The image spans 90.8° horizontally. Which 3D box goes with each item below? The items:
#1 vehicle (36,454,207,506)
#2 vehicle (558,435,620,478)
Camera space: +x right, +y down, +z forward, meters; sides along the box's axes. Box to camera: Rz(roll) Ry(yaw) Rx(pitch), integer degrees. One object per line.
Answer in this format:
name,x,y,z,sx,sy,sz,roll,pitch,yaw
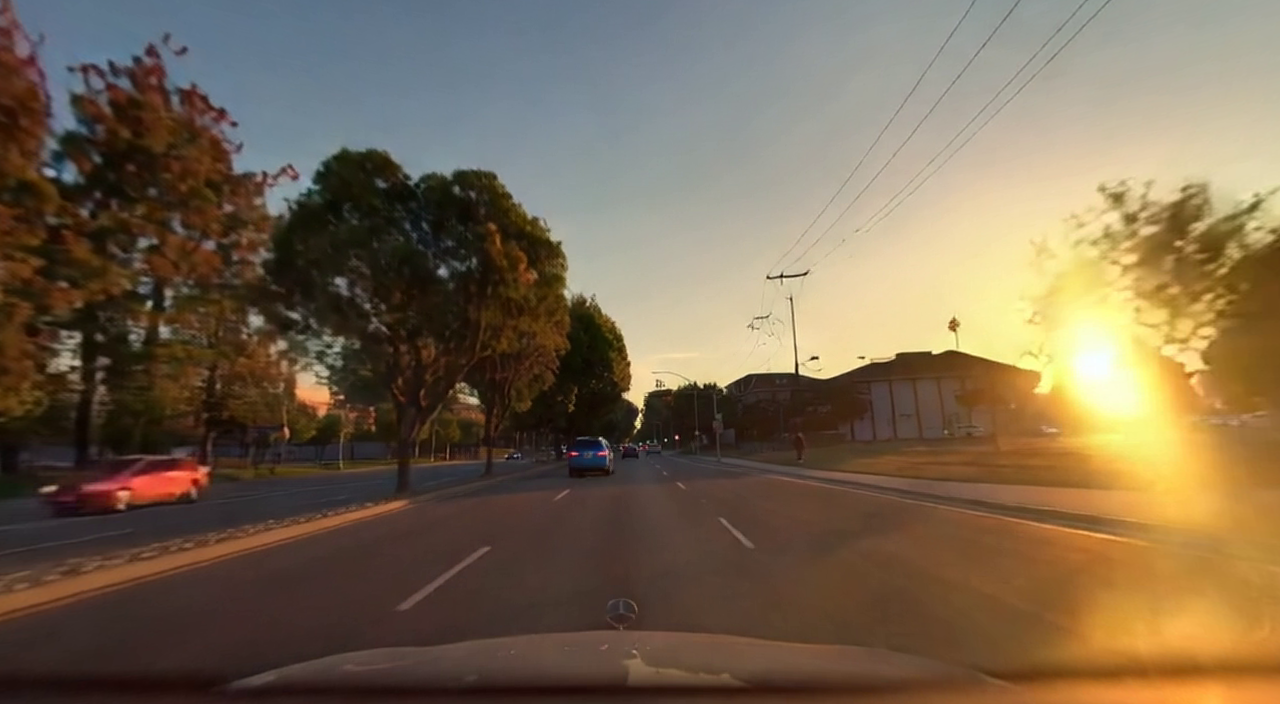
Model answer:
vehicle,-17.151,4.214,21.299,1.895,1.502,4.711,1,-9,-2
vehicle,-2.110,4.505,27.337,2.174,1.703,4.231,0,-9,2
